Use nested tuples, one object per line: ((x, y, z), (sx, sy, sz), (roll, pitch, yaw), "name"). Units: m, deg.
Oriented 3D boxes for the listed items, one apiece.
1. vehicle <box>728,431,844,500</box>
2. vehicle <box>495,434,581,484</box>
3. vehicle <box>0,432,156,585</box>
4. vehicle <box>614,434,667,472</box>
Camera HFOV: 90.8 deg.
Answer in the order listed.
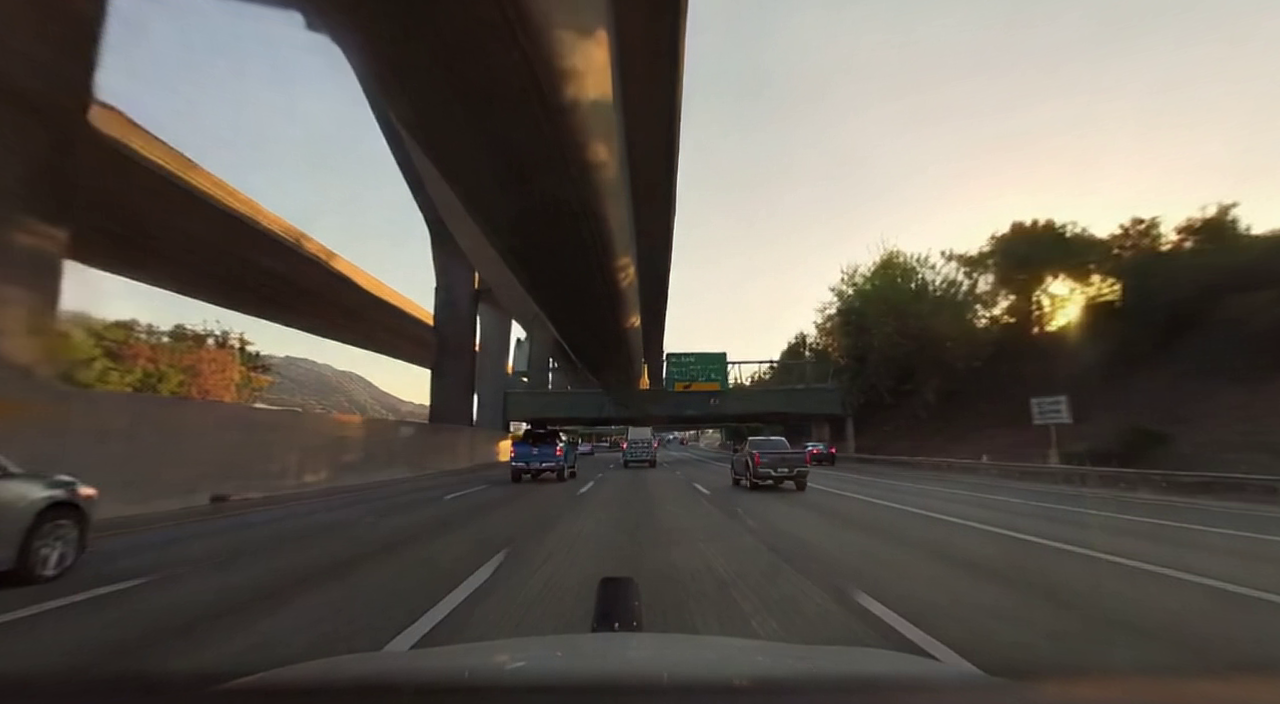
((3.801, 3.048, 17.285), (2.119, 1.653, 4.000), (0, -9, -1), "vehicle")
((-3.785, 4.099, 24.485), (2.535, 1.715, 5.030), (0, -9, -1), "vehicle")
((-7.065, 1.424, 5.579), (1.947, 1.444, 4.595), (0, -9, 0), "vehicle")
((0.006, 5.356, 33.612), (2.572, 1.837, 5.693), (0, -9, 0), "vehicle")
